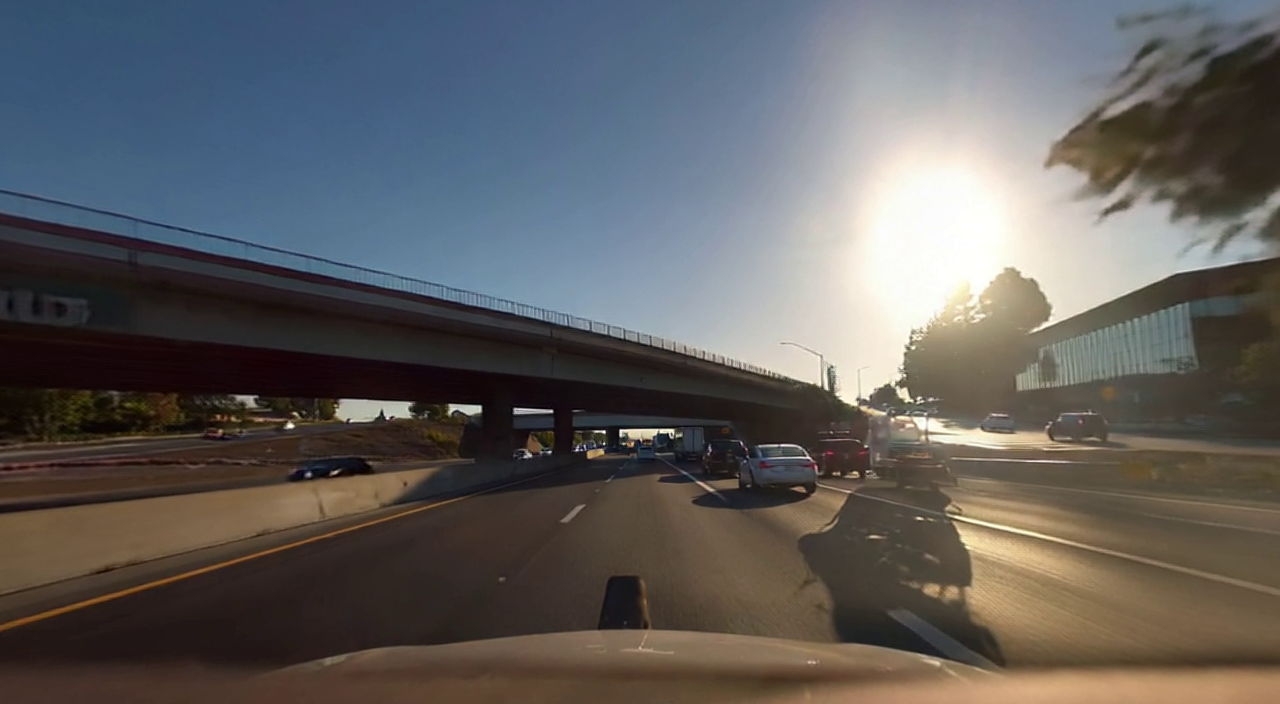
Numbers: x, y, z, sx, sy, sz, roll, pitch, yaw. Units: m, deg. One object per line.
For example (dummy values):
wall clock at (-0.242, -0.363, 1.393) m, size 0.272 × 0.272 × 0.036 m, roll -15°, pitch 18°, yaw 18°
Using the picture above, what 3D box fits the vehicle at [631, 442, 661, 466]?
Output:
vehicle at (0.394, 7.488, 46.424) m, size 2.124 × 1.639 × 4.122 m, roll 0°, pitch -8°, yaw 0°

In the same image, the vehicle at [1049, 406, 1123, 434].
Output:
vehicle at (32.759, 5.095, 46.556) m, size 2.131 × 1.840 × 4.870 m, roll -1°, pitch -8°, yaw 4°

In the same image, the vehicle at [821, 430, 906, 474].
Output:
vehicle at (11.168, 5.029, 32.008) m, size 2.193 × 2.025 × 5.606 m, roll 0°, pitch -8°, yaw 0°

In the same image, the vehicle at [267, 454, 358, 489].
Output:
vehicle at (-15.357, 5.591, 29.903) m, size 1.897 × 1.468 × 4.391 m, roll 0°, pitch -8°, yaw 1°

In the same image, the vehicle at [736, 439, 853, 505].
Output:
vehicle at (3.868, 3.077, 16.655) m, size 1.902 × 1.481 × 4.451 m, roll 0°, pitch -8°, yaw -1°

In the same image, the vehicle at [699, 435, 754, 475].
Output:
vehicle at (4.295, 5.214, 32.115) m, size 2.086 × 1.858 × 4.737 m, roll 0°, pitch -8°, yaw -1°

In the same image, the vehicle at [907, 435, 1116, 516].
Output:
vehicle at (7.806, 2.616, 13.877) m, size 1.919 × 1.476 × 4.303 m, roll 0°, pitch -8°, yaw -1°
